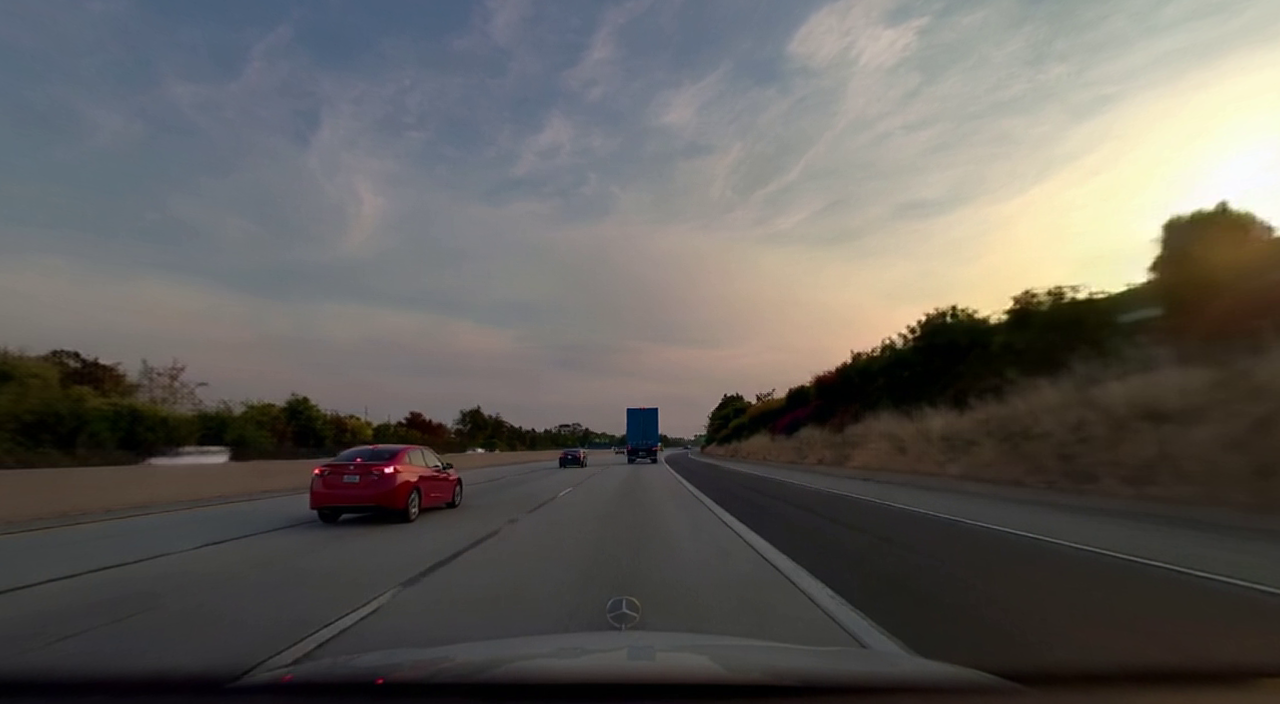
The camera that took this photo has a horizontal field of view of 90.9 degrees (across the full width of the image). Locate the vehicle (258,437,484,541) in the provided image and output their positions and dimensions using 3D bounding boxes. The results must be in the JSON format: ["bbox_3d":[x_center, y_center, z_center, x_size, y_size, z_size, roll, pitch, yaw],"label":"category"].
[{"bbox_3d":[-4.372,2.286,11.181,2.010,1.461,4.391,0,-9,1],"label":"vehicle"}]

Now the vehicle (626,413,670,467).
[{"bbox_3d":[0.510,6.589,46.839,2.893,3.628,9.081,0,-9,0],"label":"vehicle"}]

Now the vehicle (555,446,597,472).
[{"bbox_3d":[-3.735,6.355,37.467,1.981,1.435,4.199,0,-9,1],"label":"vehicle"}]
